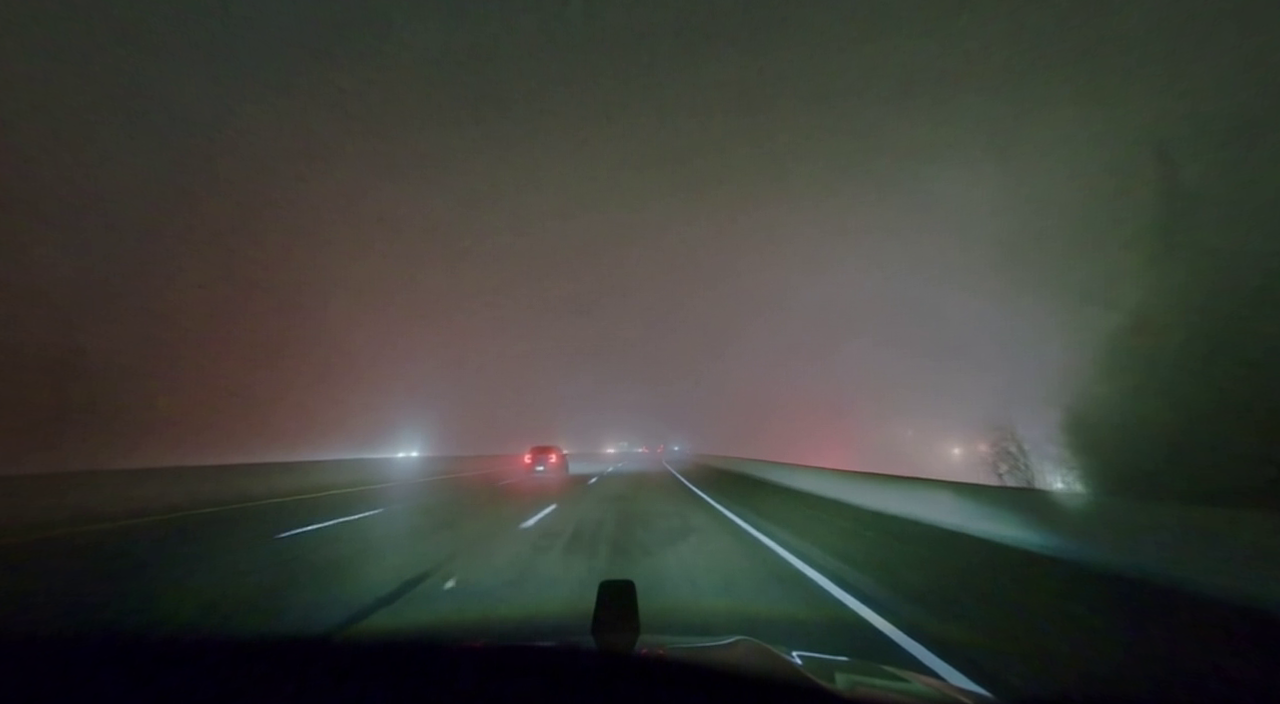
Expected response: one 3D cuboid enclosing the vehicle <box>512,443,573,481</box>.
[{"bbox_3d":[-4.260,4.884,28.186,1.961,1.540,4.487,-1,-9,1],"label":"vehicle"}]
